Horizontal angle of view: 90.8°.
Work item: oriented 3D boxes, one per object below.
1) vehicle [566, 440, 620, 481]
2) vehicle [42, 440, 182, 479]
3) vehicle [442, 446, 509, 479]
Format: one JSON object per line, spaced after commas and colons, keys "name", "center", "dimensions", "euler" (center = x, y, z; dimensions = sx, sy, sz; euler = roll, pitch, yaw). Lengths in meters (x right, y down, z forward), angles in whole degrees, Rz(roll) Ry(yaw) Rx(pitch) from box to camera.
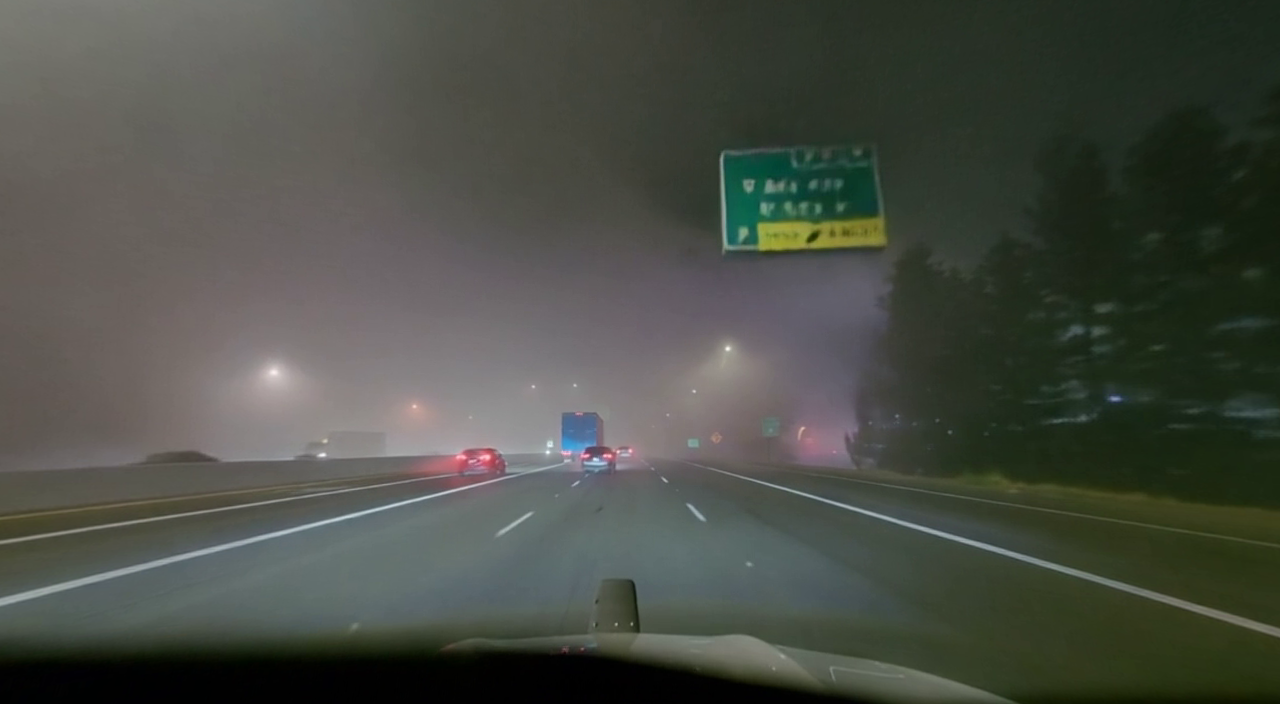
{"name": "vehicle", "center": [-1.996, 4.758, 28.008], "dimensions": [2.033, 1.669, 4.112], "euler": [0, -9, 1]}
{"name": "vehicle", "center": [-23.182, 4.742, 28.061], "dimensions": [2.022, 1.562, 4.859], "euler": [0, -9, 0]}
{"name": "vehicle", "center": [-7.794, 5.252, 30.344], "dimensions": [2.026, 1.477, 4.467], "euler": [0, -9, 0]}
